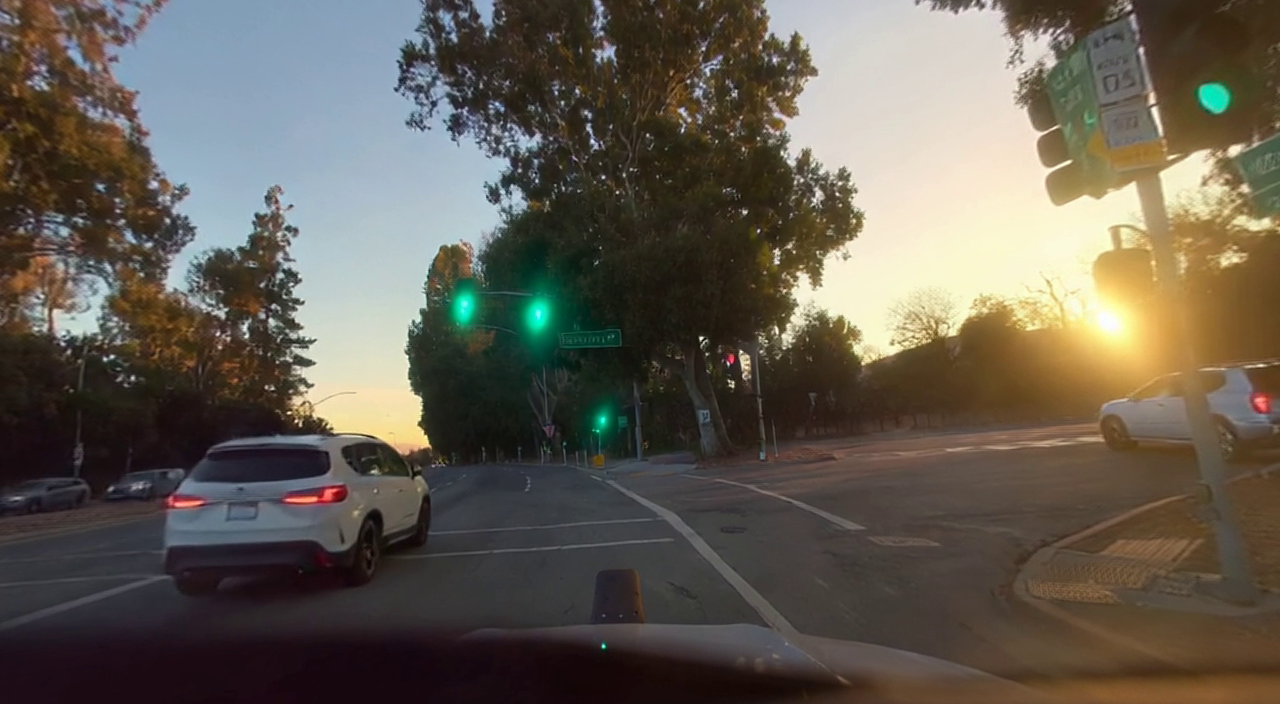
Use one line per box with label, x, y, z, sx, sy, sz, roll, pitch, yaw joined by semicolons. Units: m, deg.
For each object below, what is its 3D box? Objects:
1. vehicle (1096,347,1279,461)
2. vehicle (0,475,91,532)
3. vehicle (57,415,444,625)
vehicle;10.641;1.037;11.336;1.855;1.669;4.529;-3;-9;6
vehicle;-22.767;5.584;23.343;1.941;1.685;4.036;-3;-8;-11
vehicle;-3.935;1.718;7.588;2.134;1.707;4.471;1;-8;-6
